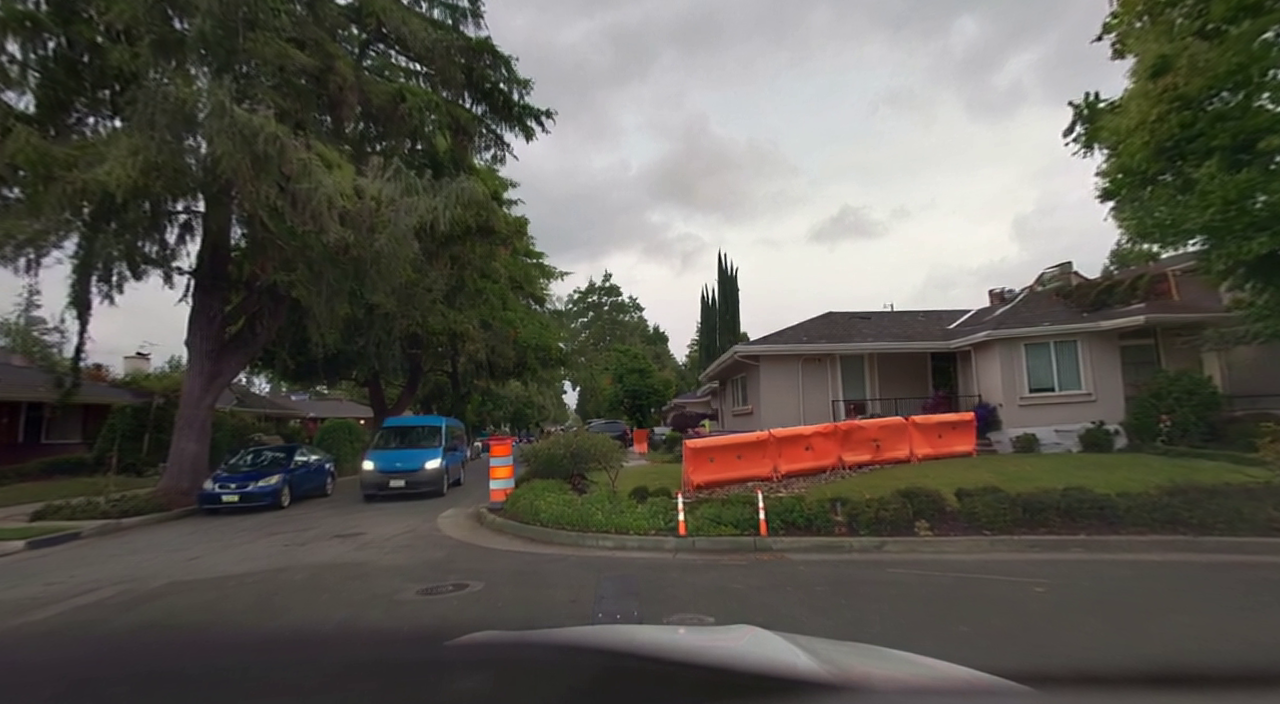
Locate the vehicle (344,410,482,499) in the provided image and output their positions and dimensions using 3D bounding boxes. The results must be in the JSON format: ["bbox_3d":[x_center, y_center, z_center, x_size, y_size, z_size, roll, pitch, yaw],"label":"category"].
[{"bbox_3d":[-5.707,2.620,16.622,2.219,1.984,4.712,0,-8,-5],"label":"vehicle"}]

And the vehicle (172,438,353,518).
[{"bbox_3d":[-8.331,2.749,14.438,1.899,1.524,4.082,1,-8,-5],"label":"vehicle"}]

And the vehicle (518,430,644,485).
[{"bbox_3d":[-1.632,3.106,18.929,1.827,1.436,4.070,-4,-9,27],"label":"vehicle"}]

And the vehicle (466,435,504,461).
[{"bbox_3d":[-10.350,6.385,42.286,1.765,1.493,4.130,3,-7,-5],"label":"vehicle"}]
